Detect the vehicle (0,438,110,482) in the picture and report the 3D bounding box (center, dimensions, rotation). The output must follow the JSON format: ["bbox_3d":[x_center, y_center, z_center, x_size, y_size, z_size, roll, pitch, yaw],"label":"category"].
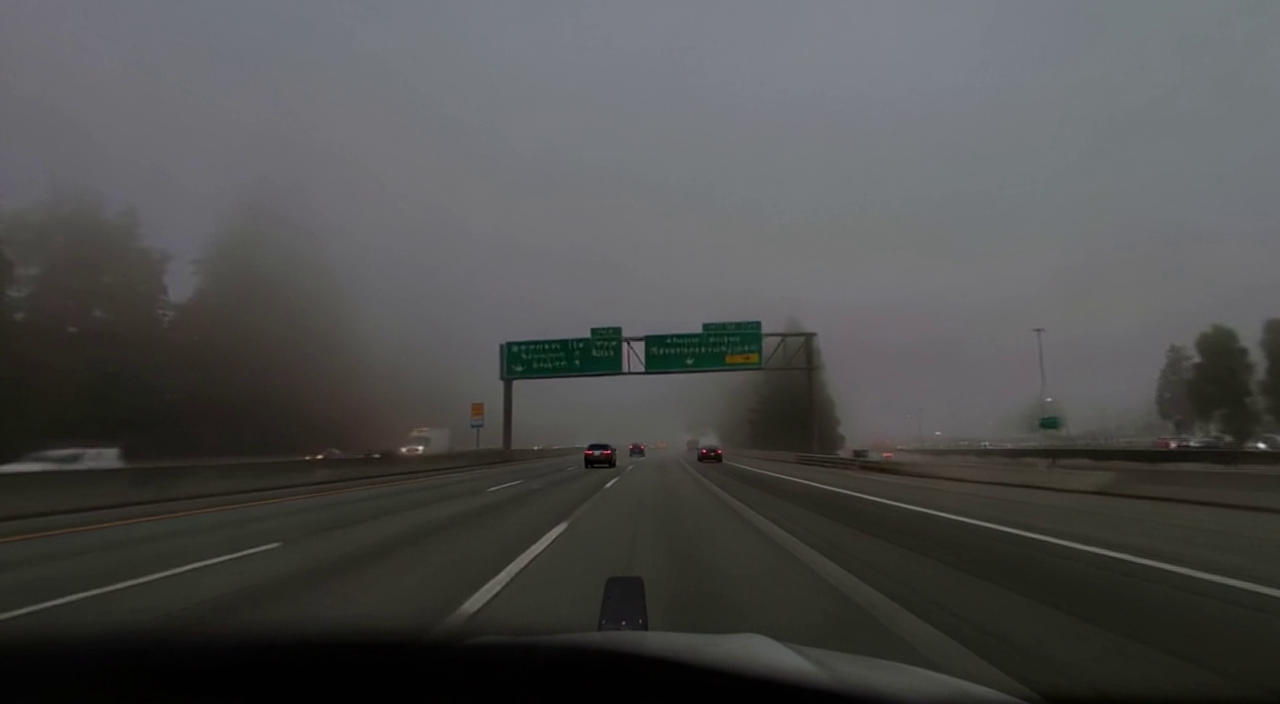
[{"bbox_3d":[-24.134,4.248,25.110,1.909,1.567,4.674,0,-8,1],"label":"vehicle"}]

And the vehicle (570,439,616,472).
[{"bbox_3d":[-2.574,5.834,35.840,2.196,1.733,4.355,0,-8,1],"label":"vehicle"}]

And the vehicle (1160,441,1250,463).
[{"bbox_3d":[39.059,6.935,43.747,1.848,1.440,4.347,1,-8,-10],"label":"vehicle"}]
